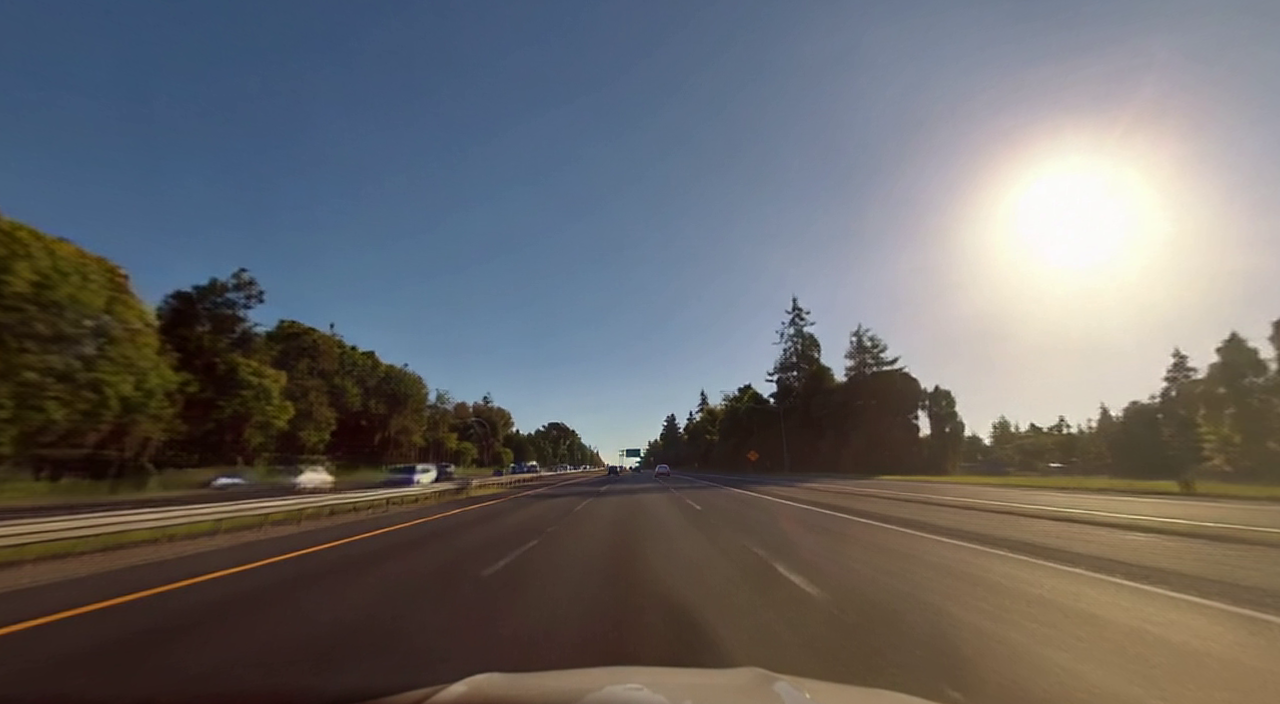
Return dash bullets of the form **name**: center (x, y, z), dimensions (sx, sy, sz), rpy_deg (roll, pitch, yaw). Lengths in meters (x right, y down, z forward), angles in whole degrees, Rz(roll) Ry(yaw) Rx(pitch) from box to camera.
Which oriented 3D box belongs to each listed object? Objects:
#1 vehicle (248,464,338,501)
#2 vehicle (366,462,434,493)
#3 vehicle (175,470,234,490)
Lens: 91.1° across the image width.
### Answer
- **vehicle**: center (-16.568, 6.233, 30.265), dimensions (1.826, 1.568, 4.309), rpy_deg (1, -10, 1)
- **vehicle**: center (-12.453, 6.538, 32.900), dimensions (1.905, 1.475, 4.133), rpy_deg (1, -10, 0)
- **vehicle**: center (-33.987, 9.972, 49.153), dimensions (1.873, 1.469, 3.833), rpy_deg (1, -10, -1)
